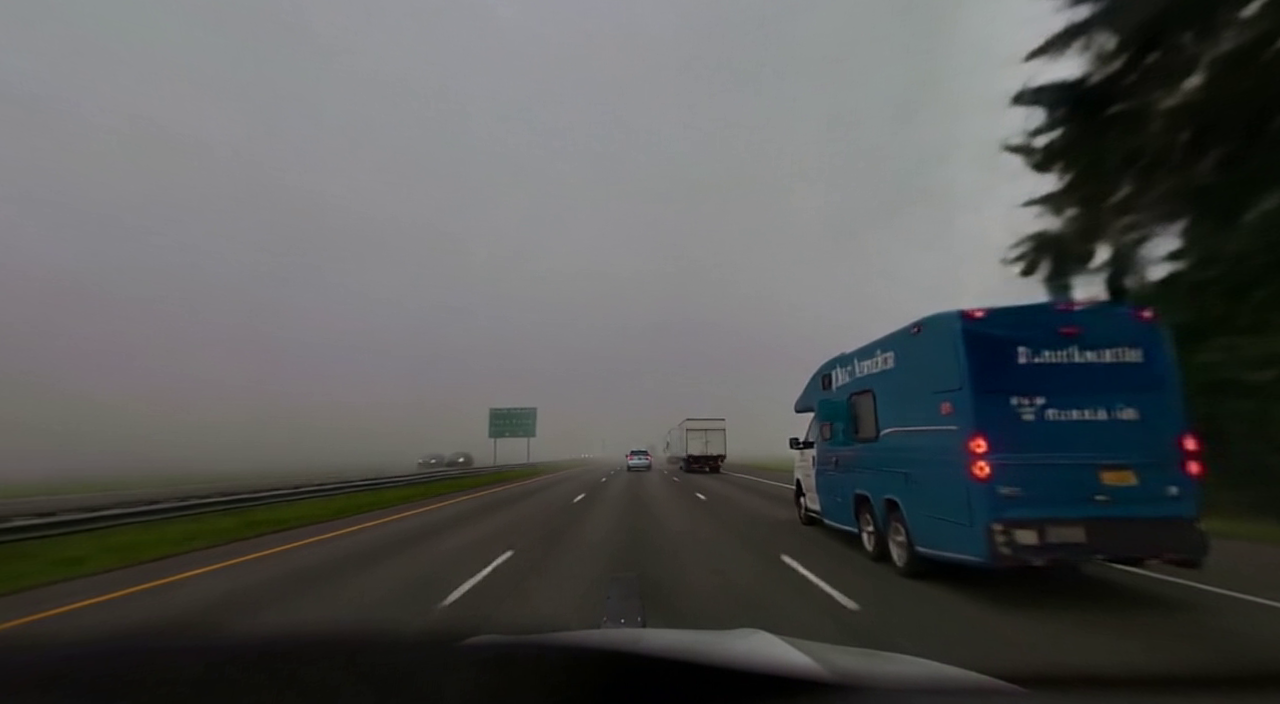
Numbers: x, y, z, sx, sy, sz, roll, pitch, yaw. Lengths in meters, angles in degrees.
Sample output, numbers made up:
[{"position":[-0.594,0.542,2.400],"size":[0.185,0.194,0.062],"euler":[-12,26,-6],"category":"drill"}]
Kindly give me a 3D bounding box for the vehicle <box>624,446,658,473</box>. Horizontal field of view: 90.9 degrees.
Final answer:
[{"position":[0.060,7.039,41.482],"size":[2.151,1.678,3.923],"euler":[0,-9,0],"category":"vehicle"}]

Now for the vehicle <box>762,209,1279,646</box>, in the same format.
[{"position":[3.732,1.020,8.003],"size":[2.698,3.001,7.323],"euler":[0,-9,-1],"category":"vehicle"}]

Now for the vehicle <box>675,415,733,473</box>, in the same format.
[{"position":[4.184,6.313,43.121],"size":[2.931,3.530,8.760],"euler":[0,-9,-1],"category":"vehicle"}]
